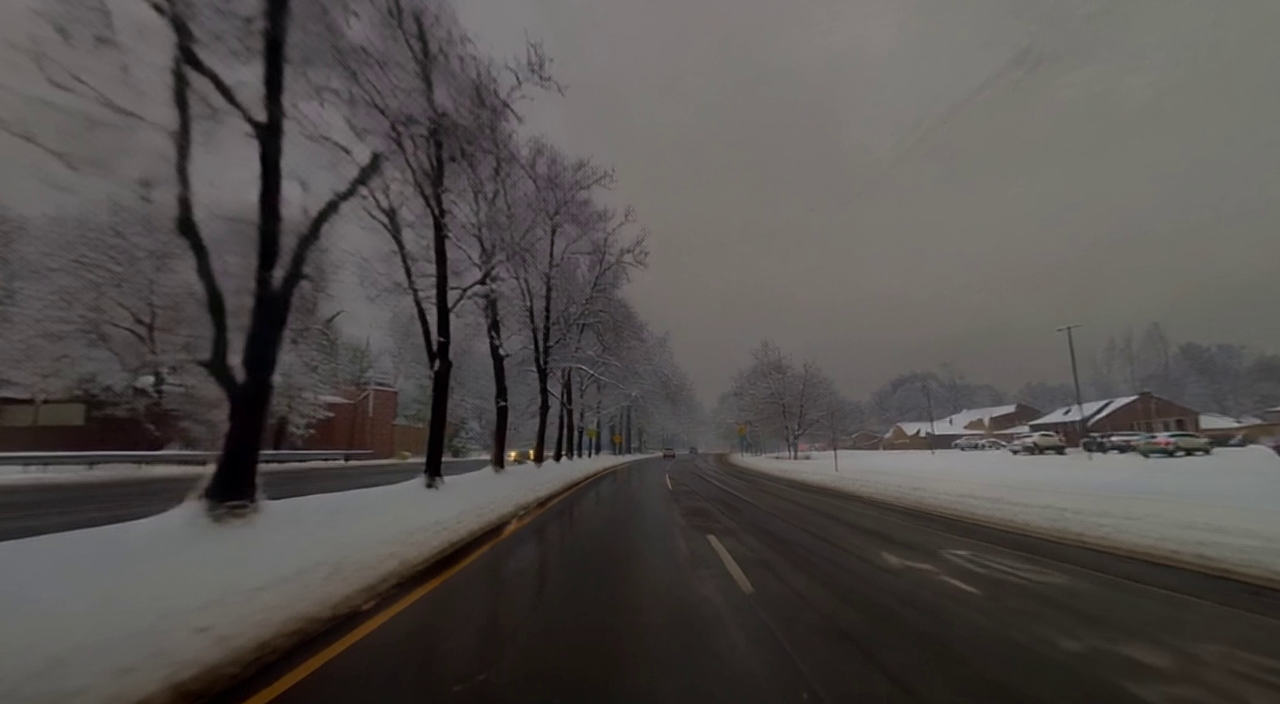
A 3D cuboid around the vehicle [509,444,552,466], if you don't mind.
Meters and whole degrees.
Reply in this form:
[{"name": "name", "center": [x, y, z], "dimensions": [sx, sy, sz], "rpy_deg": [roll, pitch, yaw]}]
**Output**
[{"name": "vehicle", "center": [-8.478, 8.007, 49.294], "dimensions": [2.181, 1.635, 4.542], "rpy_deg": [-1, -8, 5]}]
